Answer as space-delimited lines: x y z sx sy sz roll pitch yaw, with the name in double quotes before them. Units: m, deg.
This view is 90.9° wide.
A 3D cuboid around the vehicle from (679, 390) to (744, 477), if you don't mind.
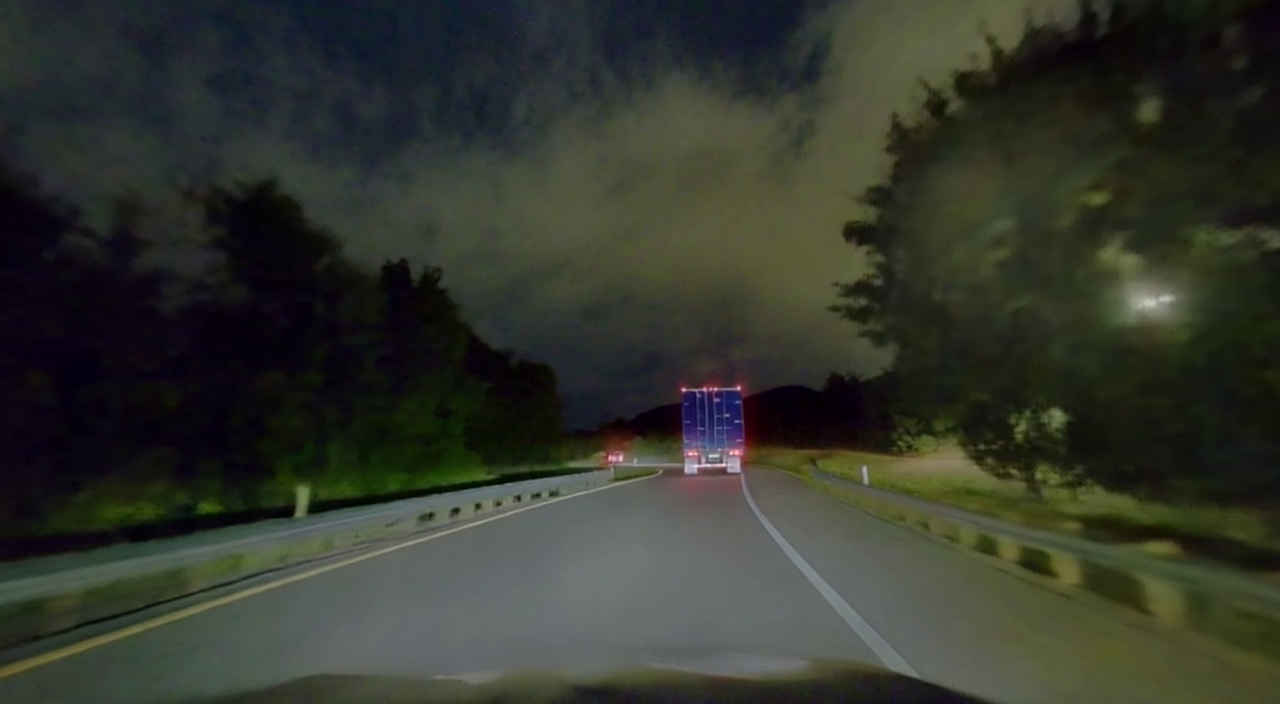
"vehicle" 4.315 4.968 37.525 3.087 4.178 13.682 -1 -8 7
